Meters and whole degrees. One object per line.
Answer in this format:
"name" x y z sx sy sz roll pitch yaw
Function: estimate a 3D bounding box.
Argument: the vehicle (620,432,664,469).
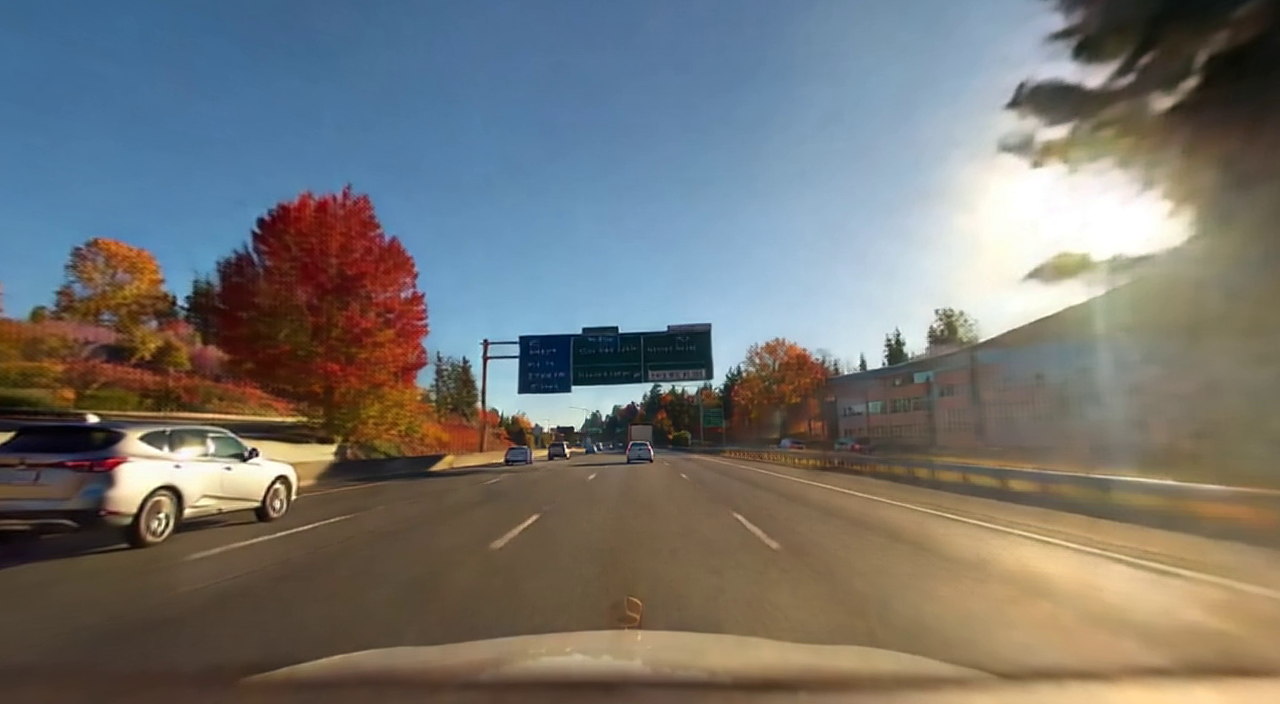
"vehicle" 0.094 5.388 34.583 2.245 1.863 4.801 0 -8 0

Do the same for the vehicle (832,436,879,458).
"vehicle" 16.942 7.509 49.751 2.019 1.657 4.582 0 -9 -1

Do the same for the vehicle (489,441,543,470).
"vehicle" -6.885 5.823 35.501 2.074 1.495 4.643 0 -8 0

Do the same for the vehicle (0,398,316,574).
"vehicle" -7.126 1.779 9.170 2.146 1.834 4.999 0 -8 0
